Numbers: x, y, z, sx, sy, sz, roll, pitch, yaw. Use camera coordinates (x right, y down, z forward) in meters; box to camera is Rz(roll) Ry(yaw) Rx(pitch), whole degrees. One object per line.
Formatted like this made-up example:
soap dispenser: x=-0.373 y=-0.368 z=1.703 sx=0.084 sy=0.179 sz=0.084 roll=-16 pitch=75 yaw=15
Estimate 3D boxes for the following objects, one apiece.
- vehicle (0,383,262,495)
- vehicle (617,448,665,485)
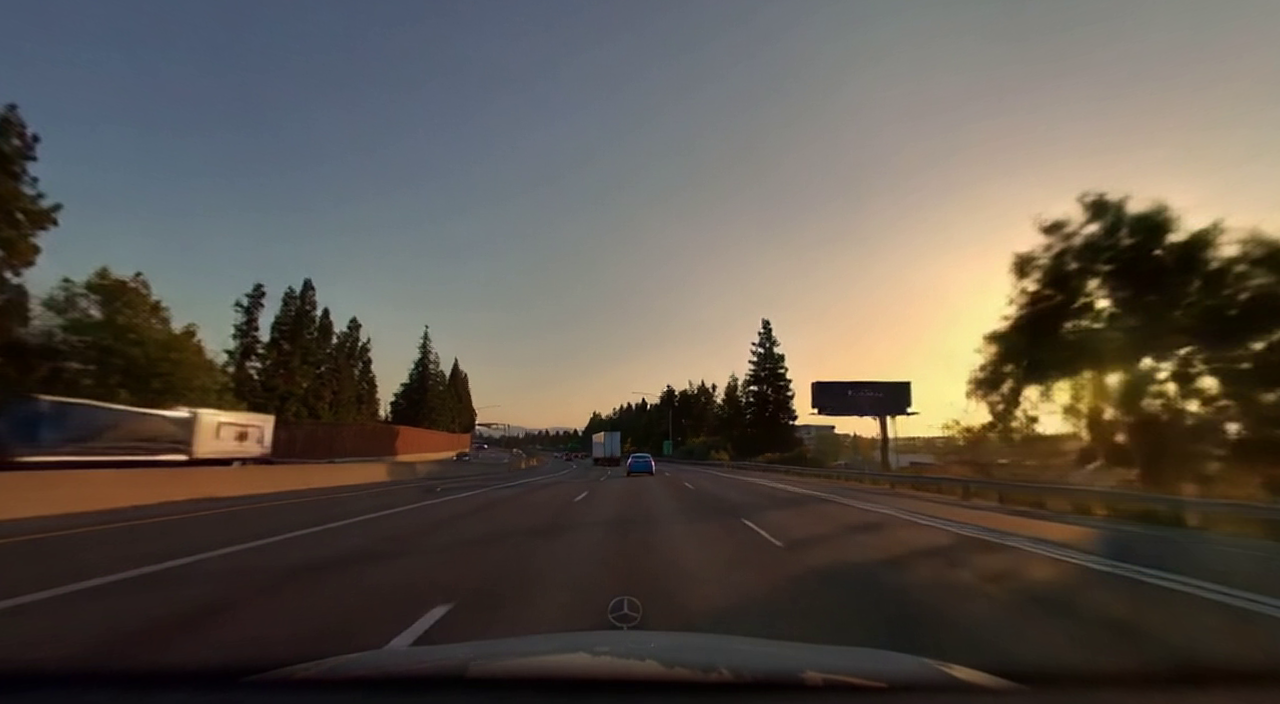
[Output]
vehicle: x=-25.220 y=4.415 z=31.428 sx=2.862 sy=4.146 sz=16.304 roll=1 pitch=-9 yaw=-1
vehicle: x=0.000 y=5.237 z=29.191 sx=2.042 sy=1.528 sz=4.300 roll=1 pitch=-8 yaw=-1
